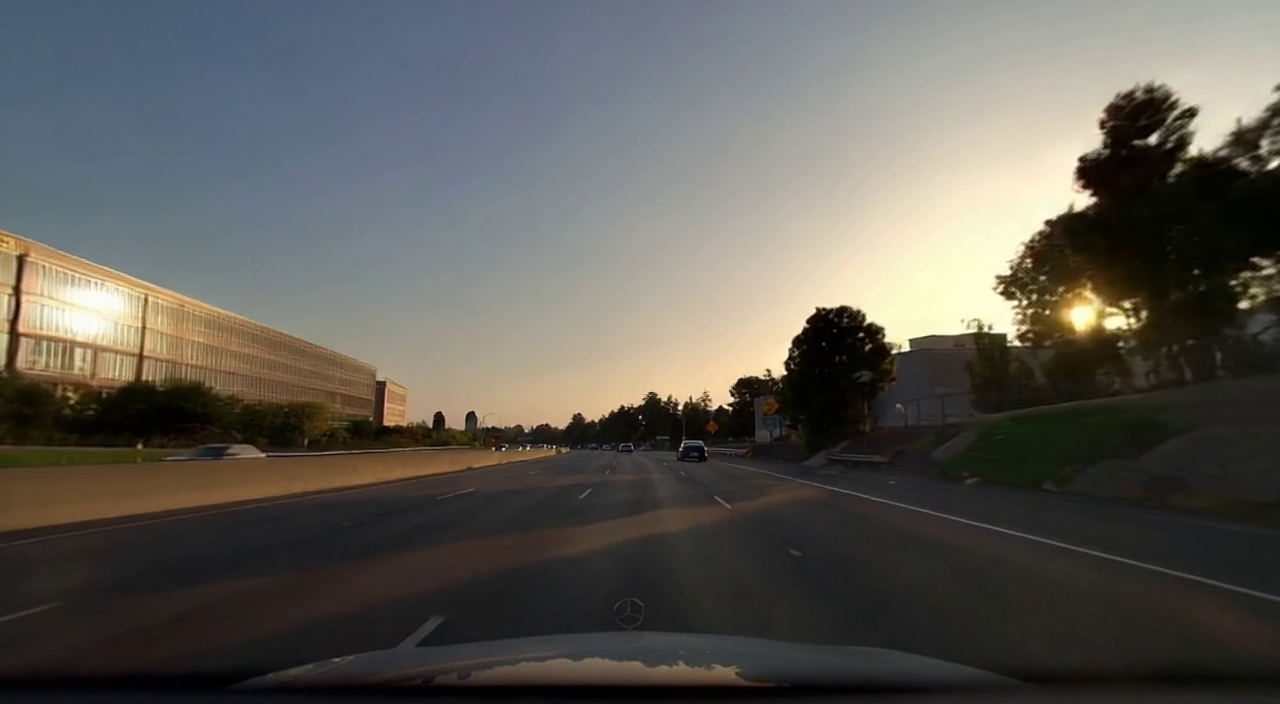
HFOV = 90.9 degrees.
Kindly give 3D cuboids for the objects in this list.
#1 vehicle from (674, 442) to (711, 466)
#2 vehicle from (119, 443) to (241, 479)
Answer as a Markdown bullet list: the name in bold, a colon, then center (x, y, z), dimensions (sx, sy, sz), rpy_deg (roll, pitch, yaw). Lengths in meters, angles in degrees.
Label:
- **vehicle**: center (3.358, 6.593, 41.063), dimensions (1.926, 1.477, 4.025), rpy_deg (0, -8, -2)
- **vehicle**: center (-20.308, 4.807, 28.139), dimensions (1.950, 1.474, 4.549), rpy_deg (0, -8, 0)
